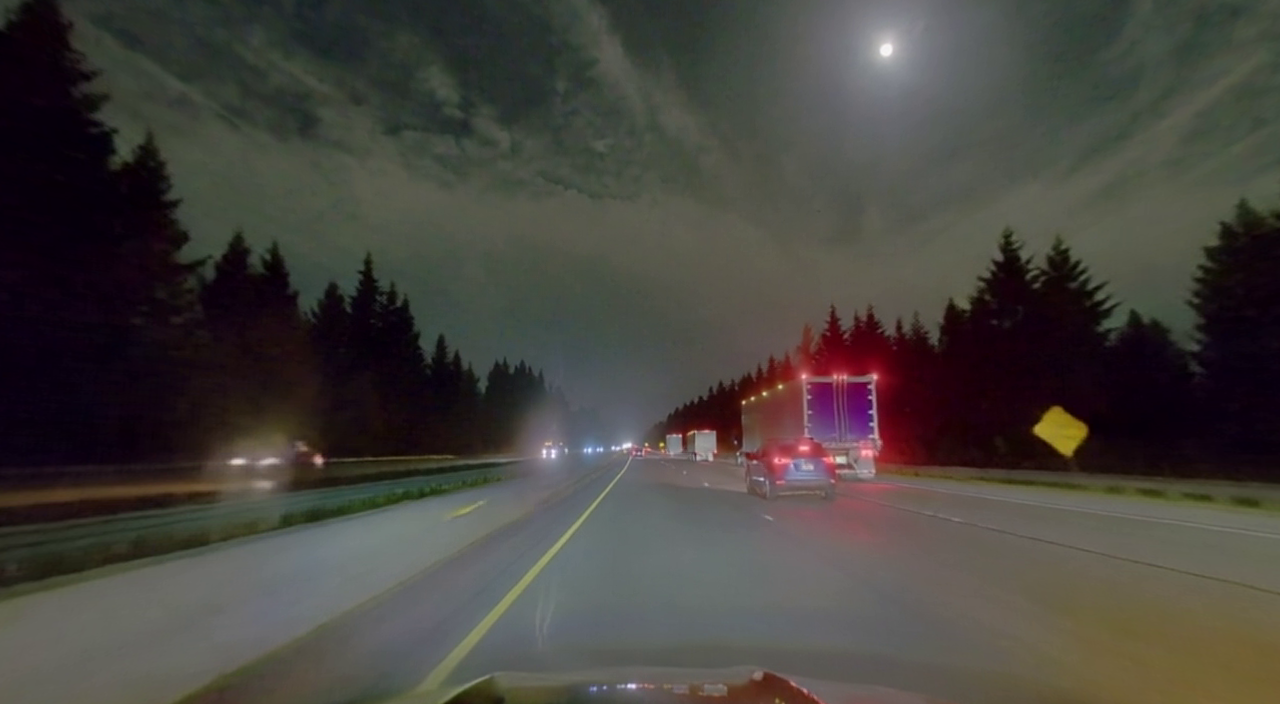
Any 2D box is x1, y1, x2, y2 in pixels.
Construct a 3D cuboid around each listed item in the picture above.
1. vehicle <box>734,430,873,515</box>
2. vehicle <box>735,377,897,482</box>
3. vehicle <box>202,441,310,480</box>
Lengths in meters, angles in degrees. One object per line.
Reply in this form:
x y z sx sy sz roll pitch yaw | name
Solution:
3.534 2.707 14.558 2.022 1.658 4.132 0 -9 -1 | vehicle
8.022 4.255 32.652 3.441 4.016 16.812 0 -9 0 | vehicle
-15.768 4.465 26.166 1.900 1.483 4.077 0 -9 0 | vehicle
